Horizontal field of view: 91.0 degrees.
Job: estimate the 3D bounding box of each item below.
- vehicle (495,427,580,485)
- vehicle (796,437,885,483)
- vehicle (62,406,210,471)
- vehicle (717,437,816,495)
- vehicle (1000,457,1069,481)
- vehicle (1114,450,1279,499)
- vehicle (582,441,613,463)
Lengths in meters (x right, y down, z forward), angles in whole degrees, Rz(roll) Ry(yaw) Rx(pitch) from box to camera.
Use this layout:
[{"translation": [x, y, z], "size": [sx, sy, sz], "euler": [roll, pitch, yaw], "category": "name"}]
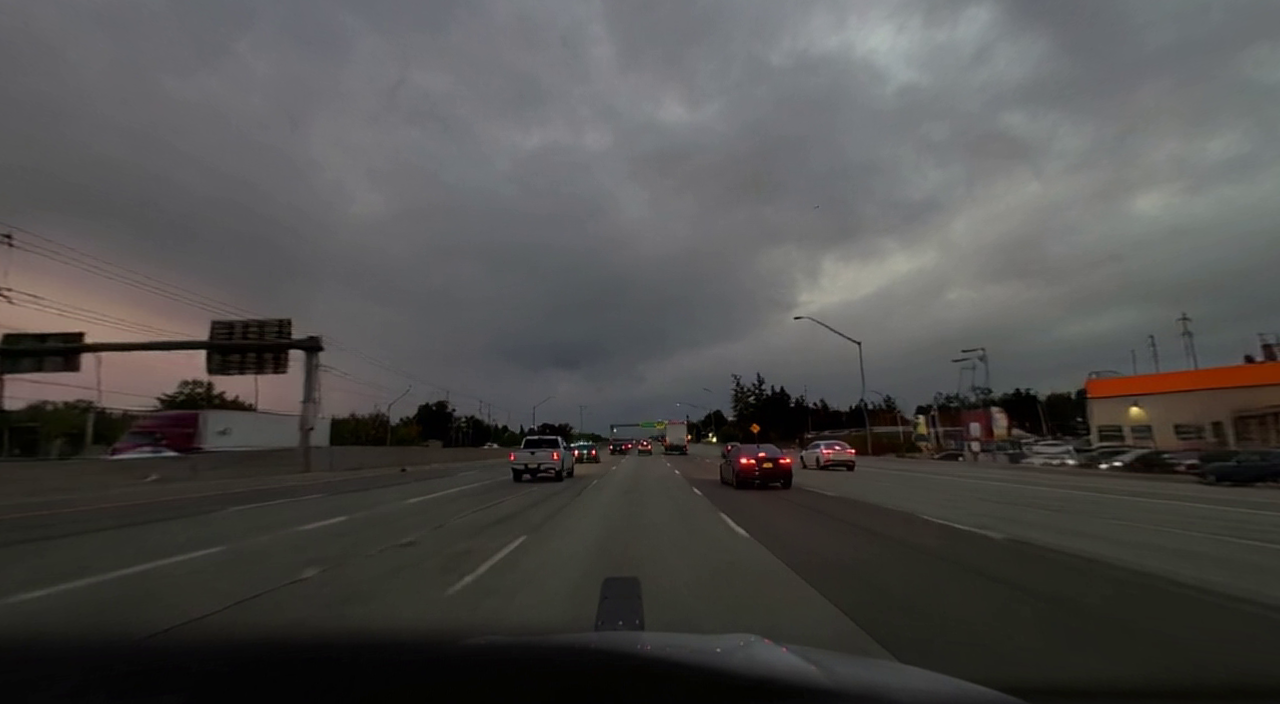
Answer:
[{"translation": [-3.490, 3.664, 22.372], "size": [2.130, 1.799, 4.583], "euler": [0, -9, 1], "category": "vehicle"}, {"translation": [7.561, 4.114, 24.238], "size": [2.075, 1.587, 3.947], "euler": [0, -9, -1], "category": "vehicle"}, {"translation": [-31.843, 5.574, 40.297], "size": [3.047, 3.762, 7.103], "euler": [0, -9, 4], "category": "vehicle"}, {"translation": [3.580, 3.328, 18.742], "size": [1.980, 1.501, 4.433], "euler": [0, -9, -1], "category": "vehicle"}, {"translation": [29.397, 8.716, 46.971], "size": [3.800, 1.507, 1.789], "euler": [-3, -9, 3], "category": "vehicle"}, {"translation": [27.906, 6.130, 31.762], "size": [5.755, 2.190, 2.484], "euler": [-2, -9, 2], "category": "vehicle"}, {"translation": [-3.046, 7.334, 46.260], "size": [1.929, 1.521, 4.097], "euler": [0, -9, 1], "category": "vehicle"}]
